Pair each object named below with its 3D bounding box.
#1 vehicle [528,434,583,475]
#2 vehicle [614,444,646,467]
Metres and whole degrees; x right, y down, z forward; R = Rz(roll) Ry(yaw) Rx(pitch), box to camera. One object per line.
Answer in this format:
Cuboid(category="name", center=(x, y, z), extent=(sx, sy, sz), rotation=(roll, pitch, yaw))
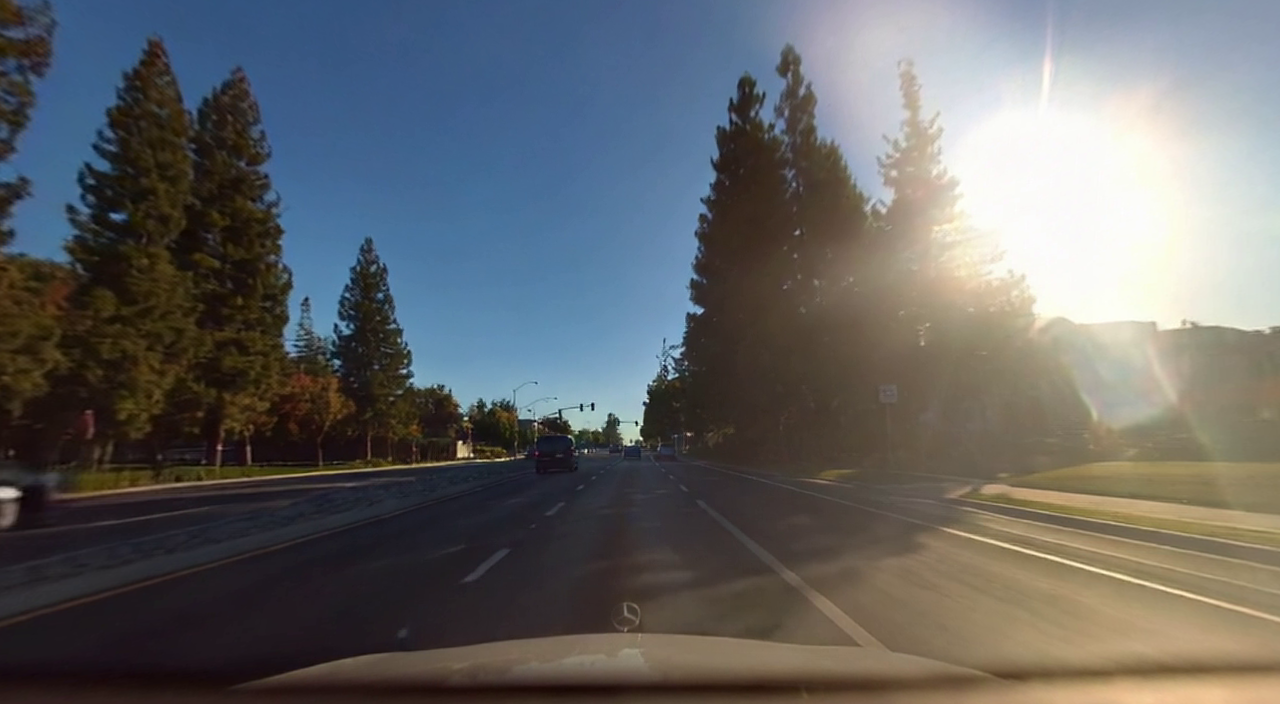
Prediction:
Cuboid(category="vehicle", center=(-4.076, 5.052, 31.367), extent=(2.075, 1.863, 4.744), rotation=(0, -8, 0))
Cuboid(category="vehicle", center=(-0.712, 7.060, 43.168), extent=(2.039, 1.455, 3.826), rotation=(0, -8, -1))
